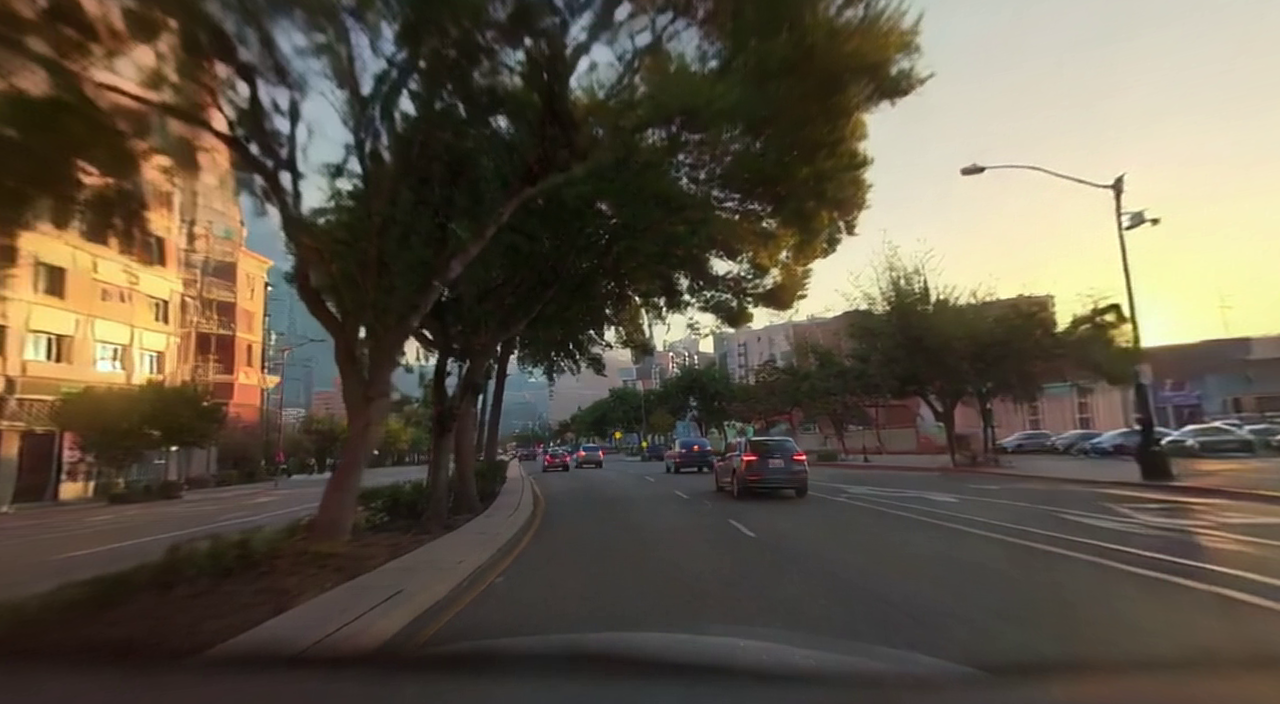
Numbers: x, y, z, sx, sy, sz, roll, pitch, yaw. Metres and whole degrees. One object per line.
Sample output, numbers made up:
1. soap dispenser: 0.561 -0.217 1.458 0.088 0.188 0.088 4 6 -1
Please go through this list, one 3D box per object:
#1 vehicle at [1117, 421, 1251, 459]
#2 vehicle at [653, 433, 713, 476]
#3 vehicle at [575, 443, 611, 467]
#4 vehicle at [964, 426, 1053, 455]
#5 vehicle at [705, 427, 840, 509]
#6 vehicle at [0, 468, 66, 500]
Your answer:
1. vehicle: 27.385 4.461 31.943 4.736 1.755 2.221 -1 -8 -2
2. vehicle: 1.880 4.720 29.353 2.046 1.768 4.370 -1 -8 -5
3. vehicle: -3.124 6.728 41.518 2.068 1.512 3.987 1 -8 -8
4. vehicle: 26.811 6.420 46.078 5.103 1.947 2.207 -1 -8 -2
5. vehicle: 2.859 2.603 14.621 1.966 1.596 3.980 0 -8 -4
6. vehicle: -31.198 6.579 31.464 1.600 1.375 4.319 0 -9 -8
